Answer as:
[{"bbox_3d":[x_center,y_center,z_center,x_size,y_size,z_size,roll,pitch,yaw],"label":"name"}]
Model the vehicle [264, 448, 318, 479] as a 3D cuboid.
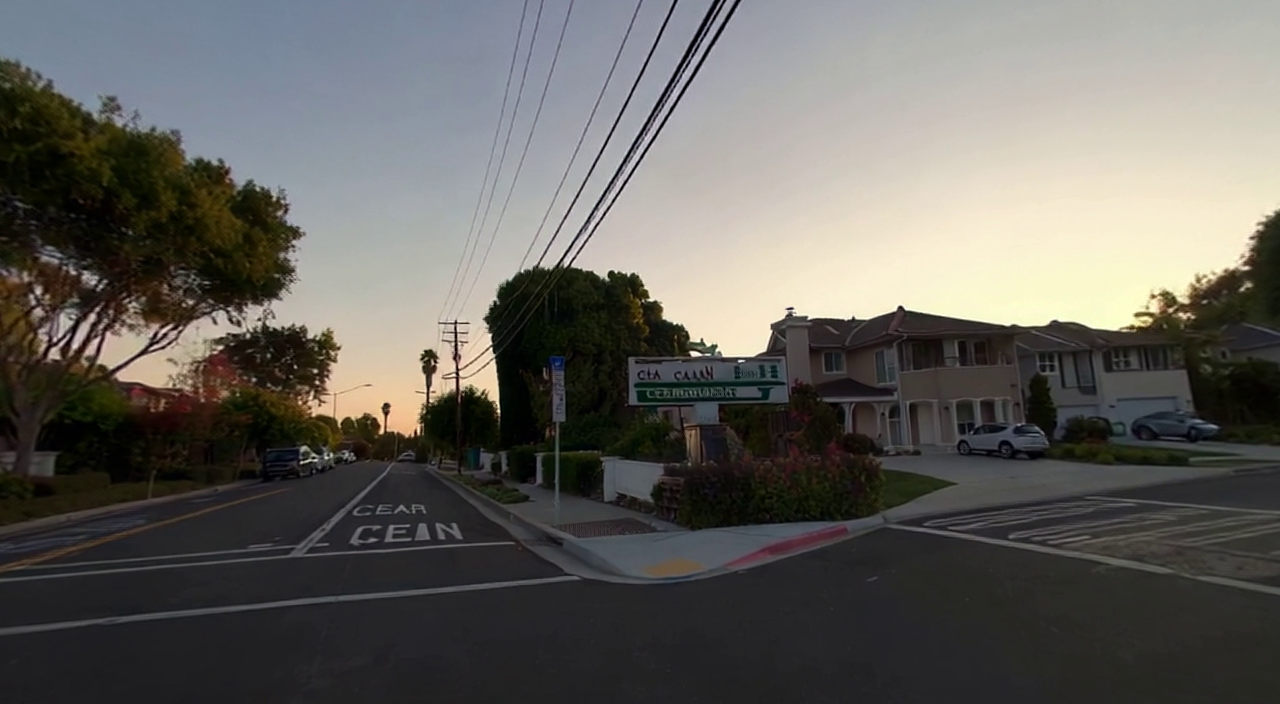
[{"bbox_3d":[-22.142,7.056,40.243,2.203,1.787,4.704,3,-9,-19],"label":"vehicle"}]
